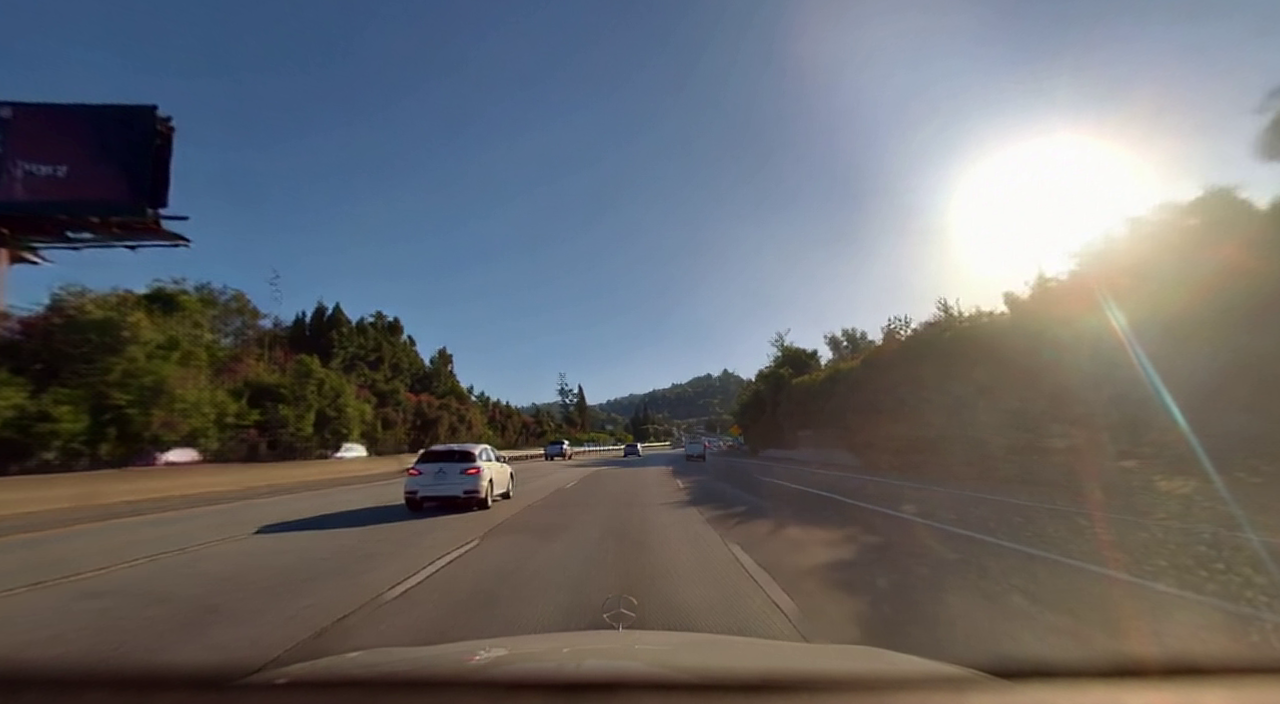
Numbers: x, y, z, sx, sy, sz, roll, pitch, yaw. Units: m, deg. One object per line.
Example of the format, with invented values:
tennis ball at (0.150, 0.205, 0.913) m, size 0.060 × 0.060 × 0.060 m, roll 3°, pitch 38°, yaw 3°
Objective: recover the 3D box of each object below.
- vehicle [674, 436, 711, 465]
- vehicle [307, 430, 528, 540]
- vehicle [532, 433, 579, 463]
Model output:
vehicle at (3.516, 6.697, 43.050) m, size 2.211 × 1.814 × 4.404 m, roll 0°, pitch -8°, yaw 1°
vehicle at (-3.454, 2.153, 10.964) m, size 2.192 × 1.482 × 4.454 m, roll 0°, pitch -8°, yaw 0°
vehicle at (-6.063, 7.018, 46.214) m, size 2.383 × 2.048 × 5.875 m, roll -1°, pitch -8°, yaw 3°
